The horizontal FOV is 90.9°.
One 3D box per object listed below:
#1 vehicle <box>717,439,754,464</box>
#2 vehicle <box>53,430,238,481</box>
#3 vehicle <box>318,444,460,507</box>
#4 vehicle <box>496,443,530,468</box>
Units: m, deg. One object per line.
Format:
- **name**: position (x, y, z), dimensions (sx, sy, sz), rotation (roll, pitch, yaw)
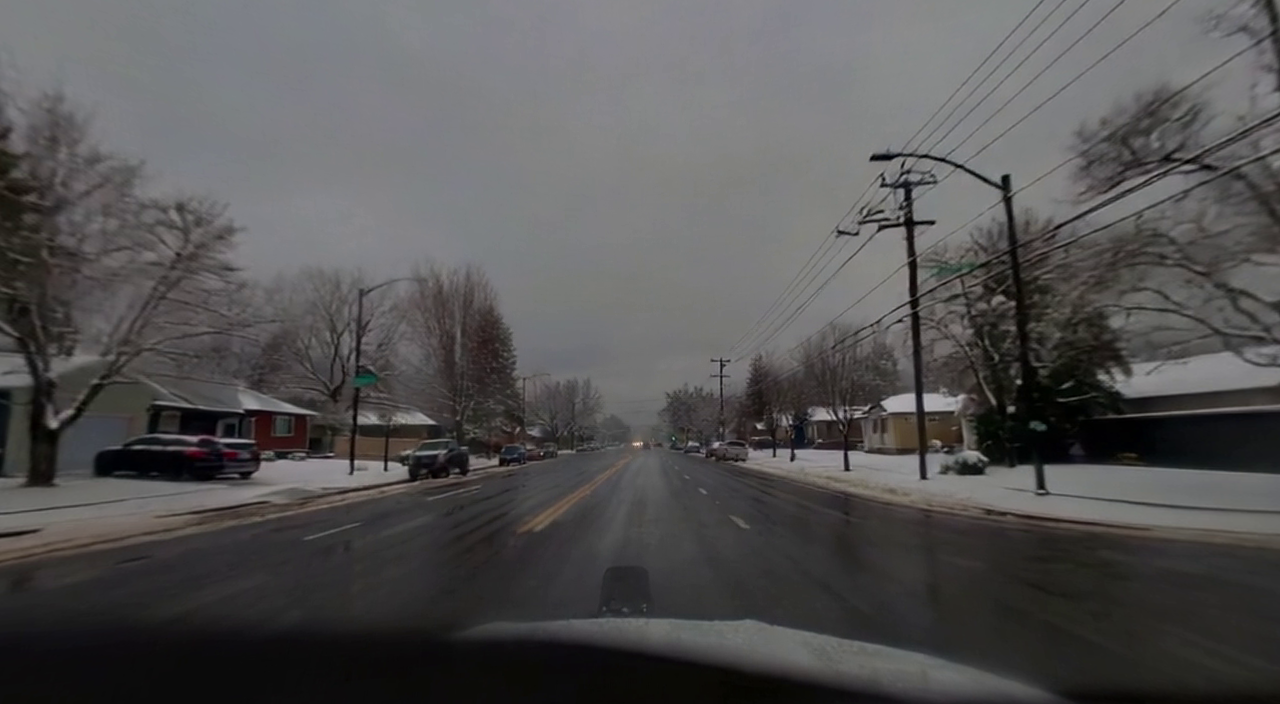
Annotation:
- **vehicle**: position (7.335, 7.668, 48.957), dimensions (2.128, 1.823, 4.834), rotation (0, -8, 0)
- **vehicle**: position (-17.984, 3.782, 23.112), dimensions (5.004, 1.755, 2.038), rotation (0, -8, 0)
- **vehicle**: position (-6.793, 3.344, 17.681), dimensions (2.017, 1.510, 4.556), rotation (0, -8, 1)
- **vehicle**: position (-9.848, 8.019, 49.083), dimensions (1.974, 1.696, 4.336), rotation (-2, -7, -3)
